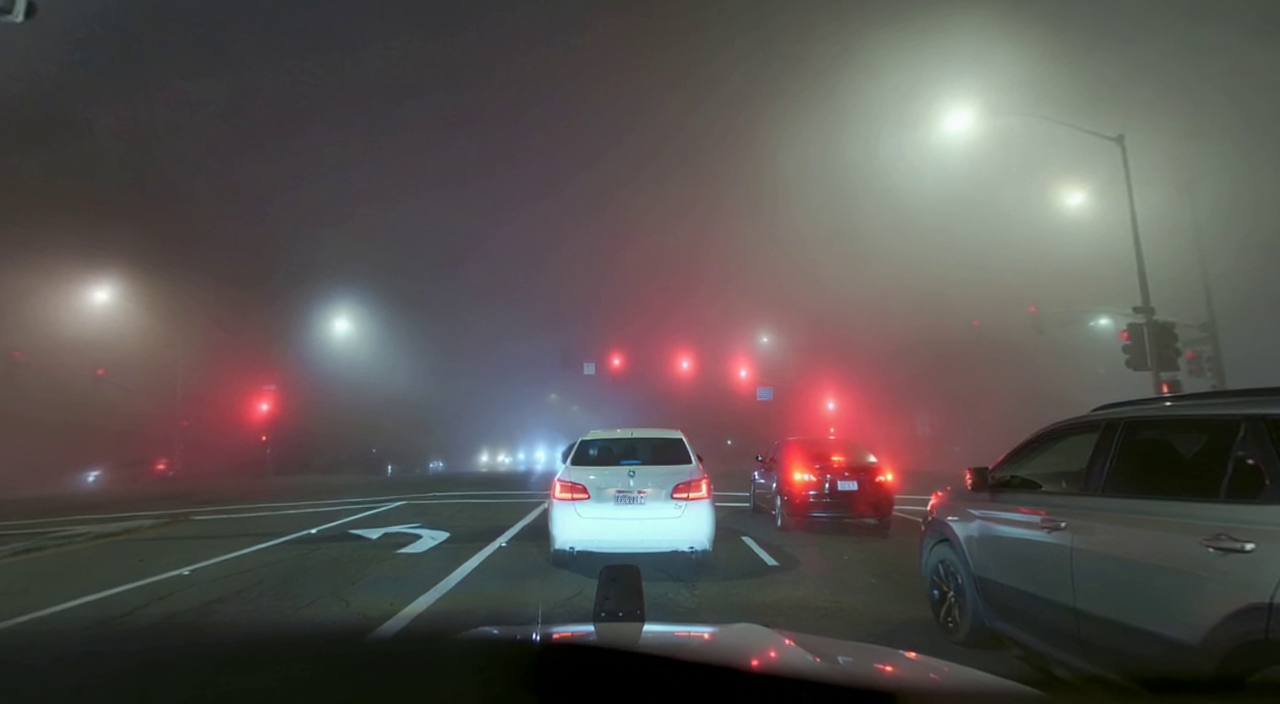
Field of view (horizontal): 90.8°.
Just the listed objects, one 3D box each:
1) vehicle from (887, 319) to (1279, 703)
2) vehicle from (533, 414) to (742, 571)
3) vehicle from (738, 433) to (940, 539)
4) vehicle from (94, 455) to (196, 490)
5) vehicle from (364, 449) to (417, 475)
[{"bbox_3d":[3.001,0.868,2.663,2.103,1.701,4.294,0,-8,-1],"label":"vehicle"},{"bbox_3d":[-0.072,1.779,8.740,2.188,1.637,4.027,0,-8,-1],"label":"vehicle"},{"bbox_3d":[3.154,2.218,11.145,2.001,1.463,4.398,0,-8,-2],"label":"vehicle"},{"bbox_3d":[-28.240,6.865,36.110,4.448,1.837,2.021,-2,-9,11],"label":"vehicle"},{"bbox_3d":[-18.730,8.259,47.688,2.026,1.836,4.726,0,-8,0],"label":"vehicle"}]
